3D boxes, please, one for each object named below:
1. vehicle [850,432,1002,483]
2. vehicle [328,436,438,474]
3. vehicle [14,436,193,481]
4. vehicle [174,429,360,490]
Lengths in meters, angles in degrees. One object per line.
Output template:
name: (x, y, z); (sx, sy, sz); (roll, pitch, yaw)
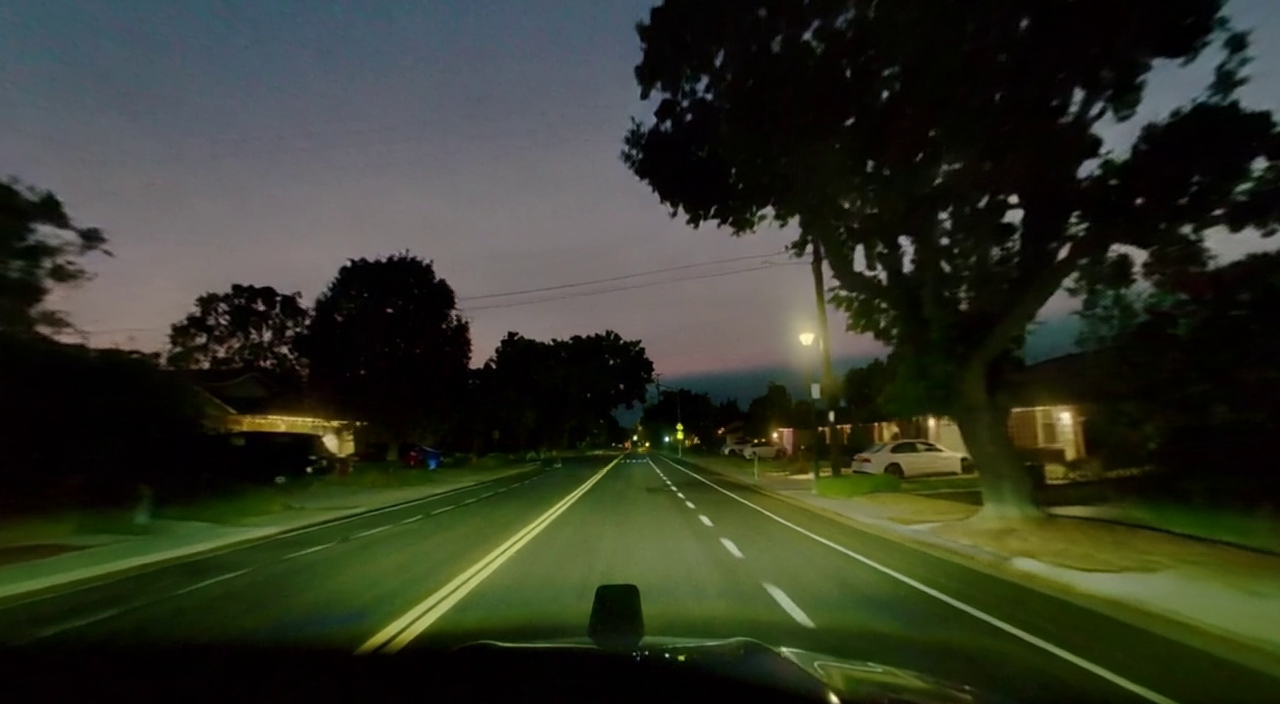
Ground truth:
vehicle: (10.705, 3.986, 23.921); (4.751, 1.518, 1.885); (-4, -9, -1)
vehicle: (-12.822, 5.163, 31.751); (4.549, 1.802, 2.081); (0, -9, 1)
vehicle: (-19.045, 3.811, 22.646); (4.351, 1.488, 2.114); (1, -9, -4)
vehicle: (-12.440, 3.600, 21.313); (5.009, 1.880, 1.961); (-1, -8, 1)
